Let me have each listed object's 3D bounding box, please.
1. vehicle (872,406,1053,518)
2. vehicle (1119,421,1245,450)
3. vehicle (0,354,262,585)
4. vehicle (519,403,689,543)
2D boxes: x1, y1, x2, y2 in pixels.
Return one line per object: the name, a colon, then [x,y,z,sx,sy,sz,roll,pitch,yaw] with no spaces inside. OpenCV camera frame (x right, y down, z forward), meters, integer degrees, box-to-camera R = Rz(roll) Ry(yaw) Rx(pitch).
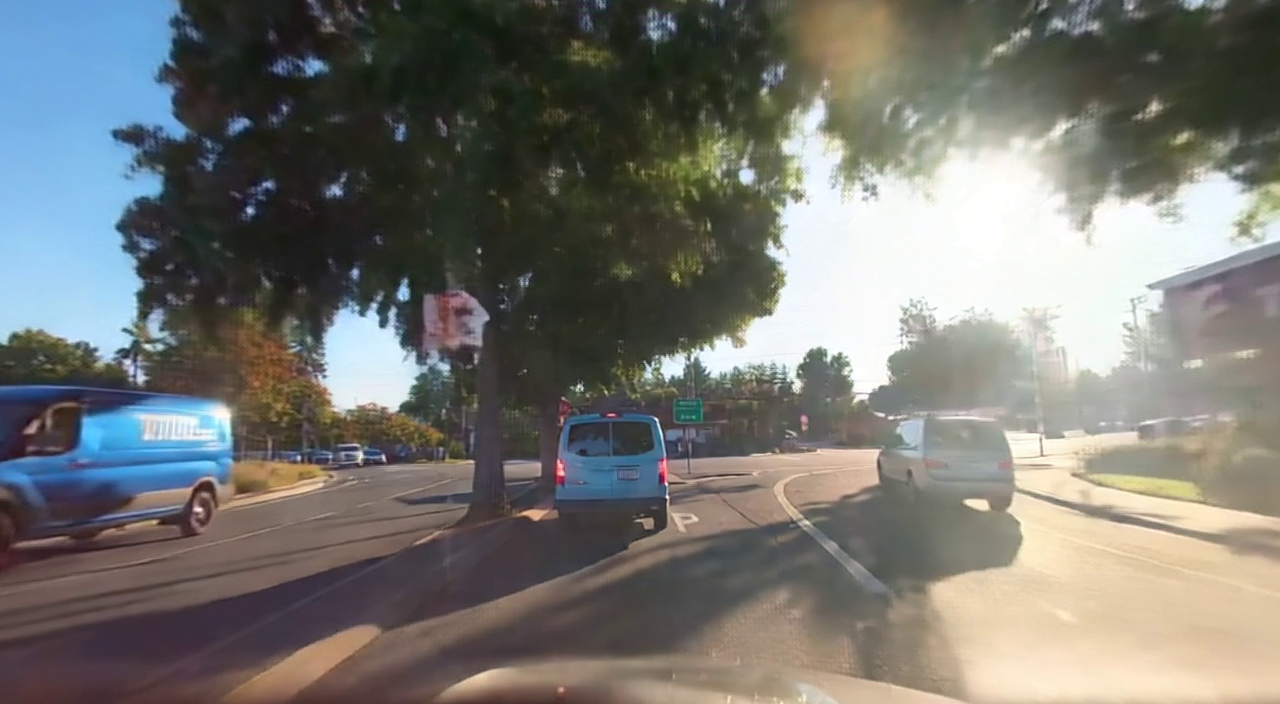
vehicle: [6.716,2.352,13.923,2.204,1.973,4.946,-2,-9,12]
vehicle: [29.561,4.592,34.563,5.155,1.515,2.131,1,-8,-6]
vehicle: [-7.986,1.541,8.649,2.426,2.410,5.046,0,-8,0]
vehicle: [-0.378,1.931,10.659,2.237,1.828,4.546,-1,-8,3]
